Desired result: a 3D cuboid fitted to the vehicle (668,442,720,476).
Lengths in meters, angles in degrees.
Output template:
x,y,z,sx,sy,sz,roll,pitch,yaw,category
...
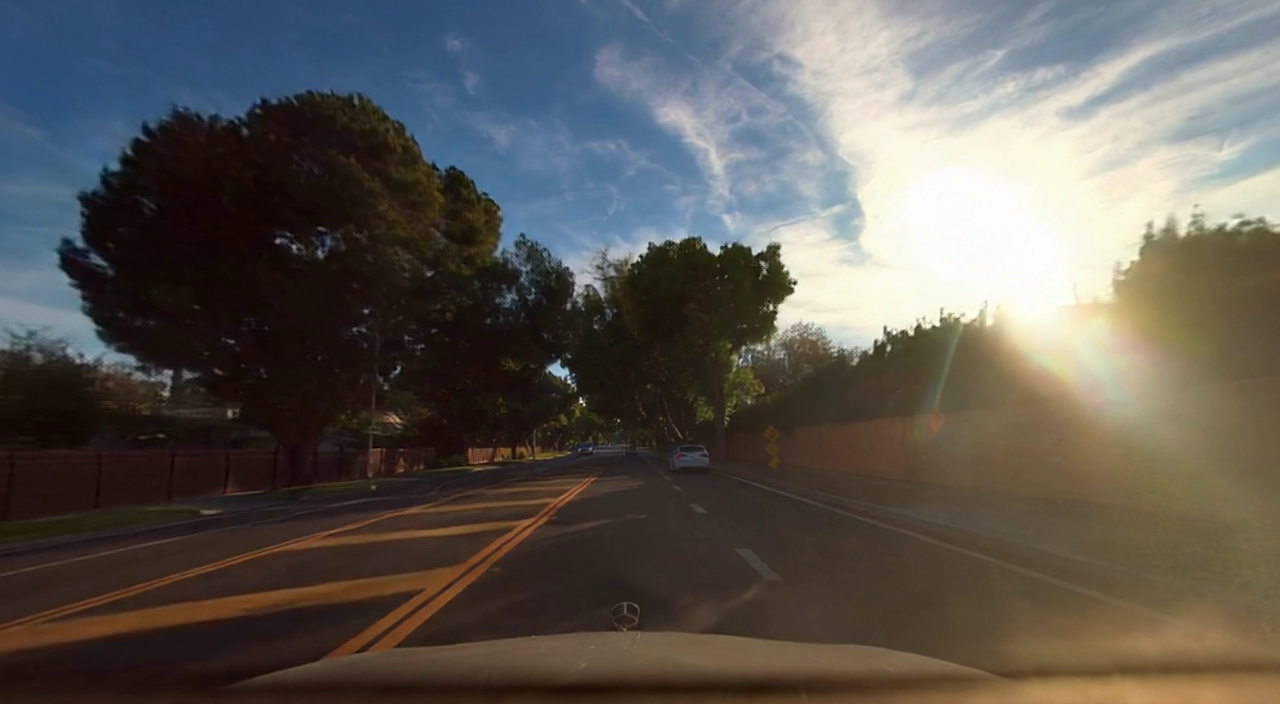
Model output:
x,y,z,sx,sy,sz,roll,pitch,yaw,category
2.464,5.000,29.814,1.991,1.476,4.153,0,-9,-1,vehicle
